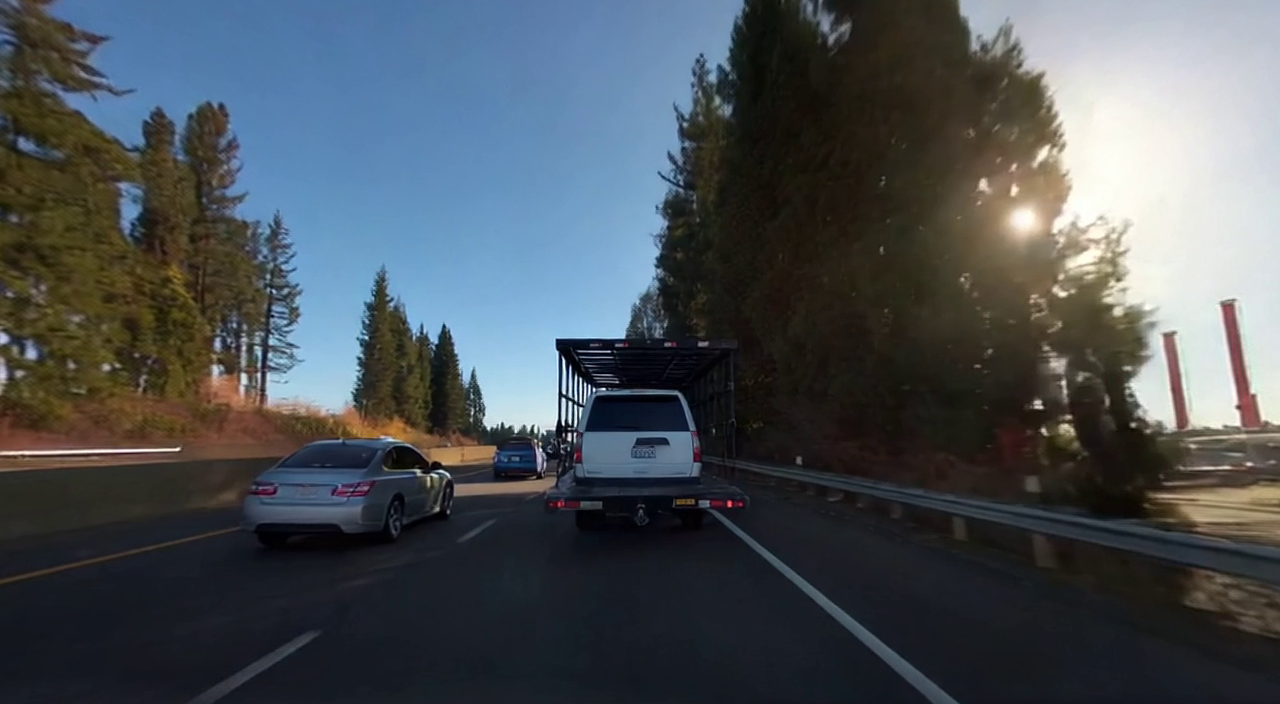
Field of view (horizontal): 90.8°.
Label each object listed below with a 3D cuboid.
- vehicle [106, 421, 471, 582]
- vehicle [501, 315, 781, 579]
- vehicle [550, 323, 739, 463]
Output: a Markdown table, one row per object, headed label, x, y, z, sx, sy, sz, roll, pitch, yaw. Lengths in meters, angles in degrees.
| label | x | y | z | sx | sy | sz | roll | pitch | yaw |
| --- | --- | --- | --- | --- | --- | --- | --- | --- | --- |
| vehicle | -4.017 | 1.797 | 8.555 | 2.155 | 1.513 | 4.964 | 0 | -9 | -1 |
| vehicle | -0.237 | 1.708 | 11.495 | 2.735 | 2.597 | 10.435 | 1 | -9 | -3 |
| vehicle | -0.091 | 0.819 | 9.624 | 2.156 | 1.604 | 4.680 | 1 | -9 | -4 |
